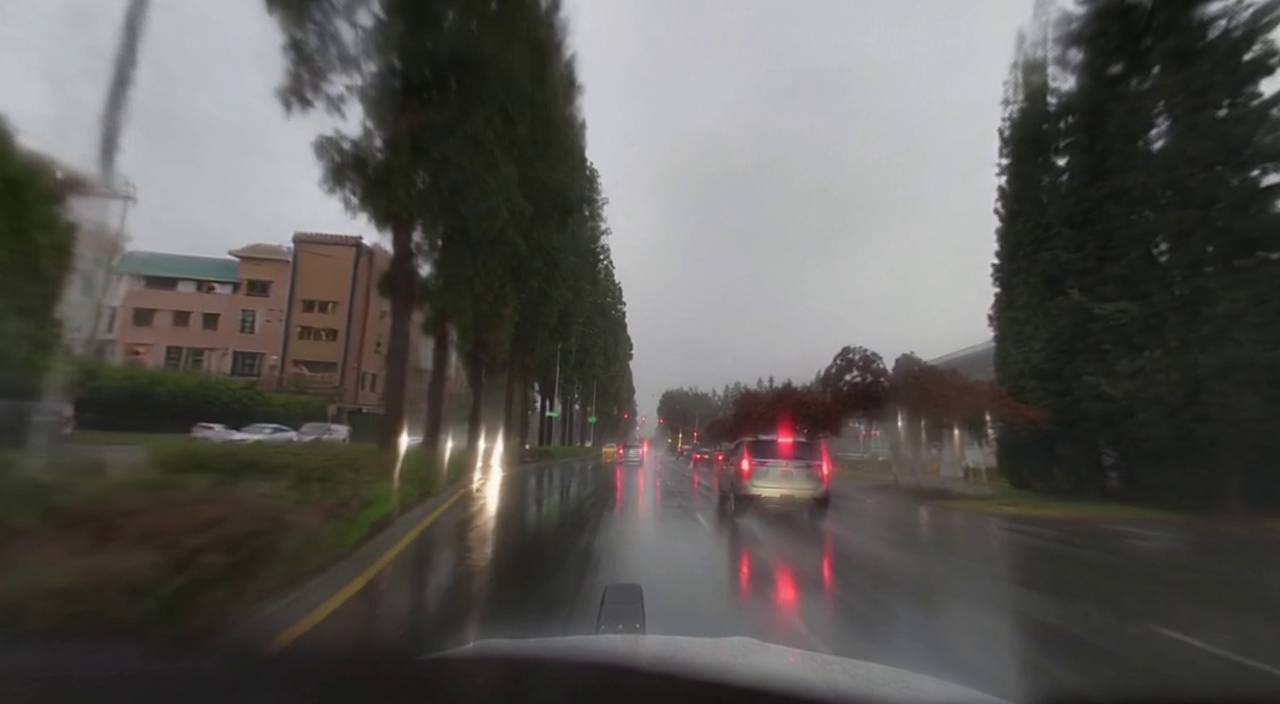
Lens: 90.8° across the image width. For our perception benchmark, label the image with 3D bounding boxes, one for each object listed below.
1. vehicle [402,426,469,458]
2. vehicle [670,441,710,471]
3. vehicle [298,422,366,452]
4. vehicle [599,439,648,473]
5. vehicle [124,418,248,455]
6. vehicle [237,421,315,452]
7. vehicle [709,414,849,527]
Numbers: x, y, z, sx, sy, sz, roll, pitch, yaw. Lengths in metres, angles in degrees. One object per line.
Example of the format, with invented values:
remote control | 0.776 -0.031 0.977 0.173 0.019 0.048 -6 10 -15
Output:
vehicle | -11.113 4.963 34.707 2.105 1.645 4.590 1 -8 0
vehicle | 2.951 6.231 38.030 1.922 1.708 4.126 1 -8 -1
vehicle | -19.344 5.380 39.963 1.958 1.756 4.530 1 -8 0
vehicle | -0.715 4.823 29.525 2.119 1.460 3.847 1 -8 0
vehicle | -19.220 3.642 27.071 1.913 1.417 4.592 1 -8 0
vehicle | -19.371 4.559 33.855 1.780 1.546 4.060 1 -8 -1
vehicle | 2.895 2.556 14.157 2.035 1.940 4.299 5 -8 0
